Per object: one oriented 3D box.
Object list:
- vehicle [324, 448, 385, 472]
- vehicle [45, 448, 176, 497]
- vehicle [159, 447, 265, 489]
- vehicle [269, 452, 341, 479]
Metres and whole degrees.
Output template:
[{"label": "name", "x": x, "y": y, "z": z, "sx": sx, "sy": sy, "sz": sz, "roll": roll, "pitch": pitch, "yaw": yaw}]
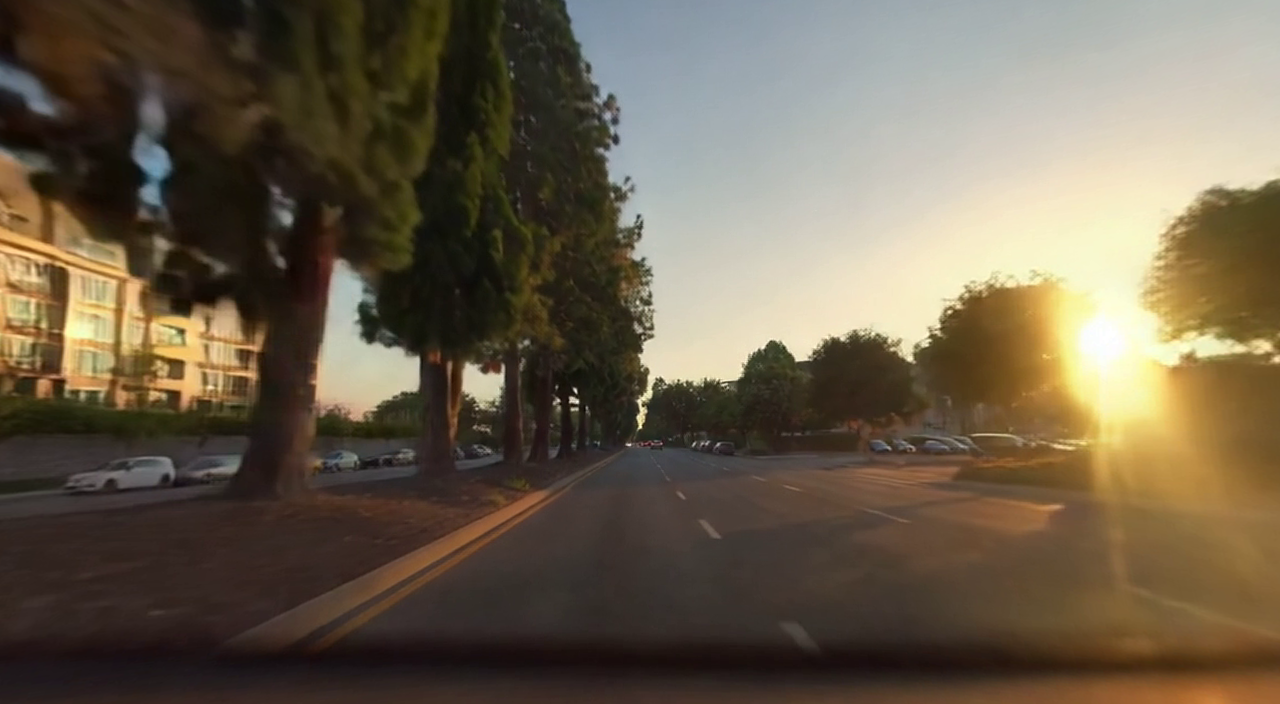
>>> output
[{"label": "vehicle", "x": -19.731, "y": 7.530, "z": 43.902, "sx": 1.920, "sy": 1.561, "sz": 4.654, "roll": -1, "pitch": -10, "yaw": 2}, {"label": "vehicle", "x": -22.038, "y": 4.997, "z": 26.565, "sx": 1.863, "sy": 1.845, "sz": 4.073, "roll": 0, "pitch": -8, "yaw": 1}, {"label": "vehicle", "x": -21.211, "y": 5.742, "z": 31.604, "sx": 1.879, "sy": 1.757, "sz": 4.656, "roll": -2, "pitch": -7, "yaw": 3}, {"label": "vehicle", "x": -20.328, "y": 6.852, "z": 38.529, "sx": 1.798, "sy": 1.487, "sz": 4.486, "roll": 0, "pitch": -8, "yaw": 2}]
